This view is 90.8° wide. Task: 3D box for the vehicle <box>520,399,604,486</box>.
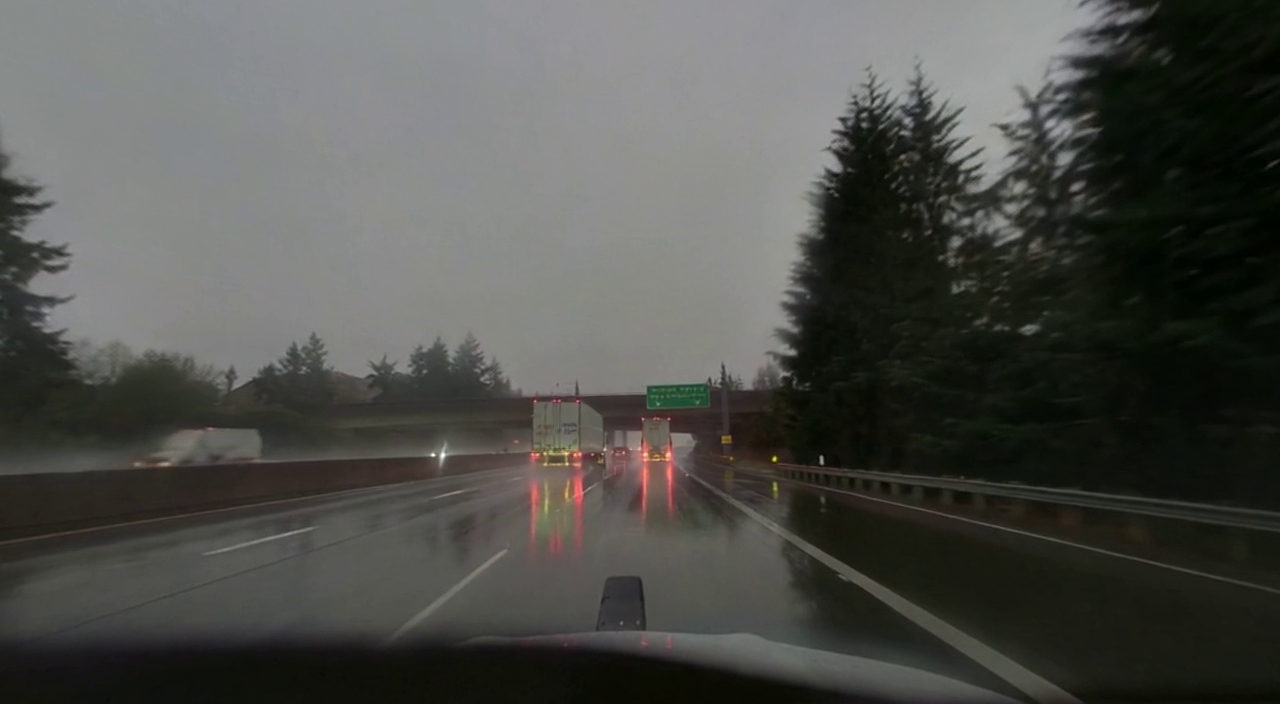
[{"bbox_3d":[-3.164,3.960,27.473,2.696,3.266,7.062,0,-9,0],"label":"vehicle"}]
